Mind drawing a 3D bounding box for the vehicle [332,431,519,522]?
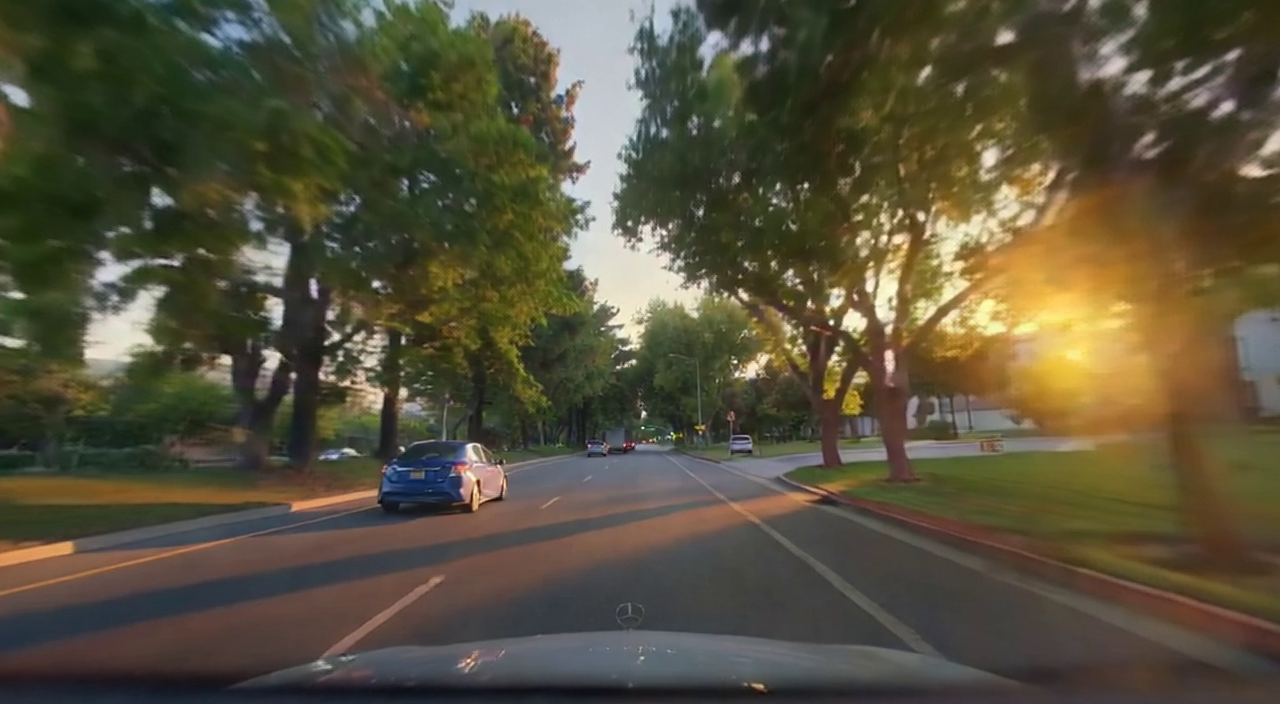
[{"bbox_3d":[-3.902,2.337,12.444,2.033,1.454,4.512,0,-8,1],"label":"vehicle"}]

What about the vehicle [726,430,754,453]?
[{"bbox_3d":[7.582,6.808,47.929,1.594,1.688,2.861,-2,-8,1],"label":"vehicle"}]
